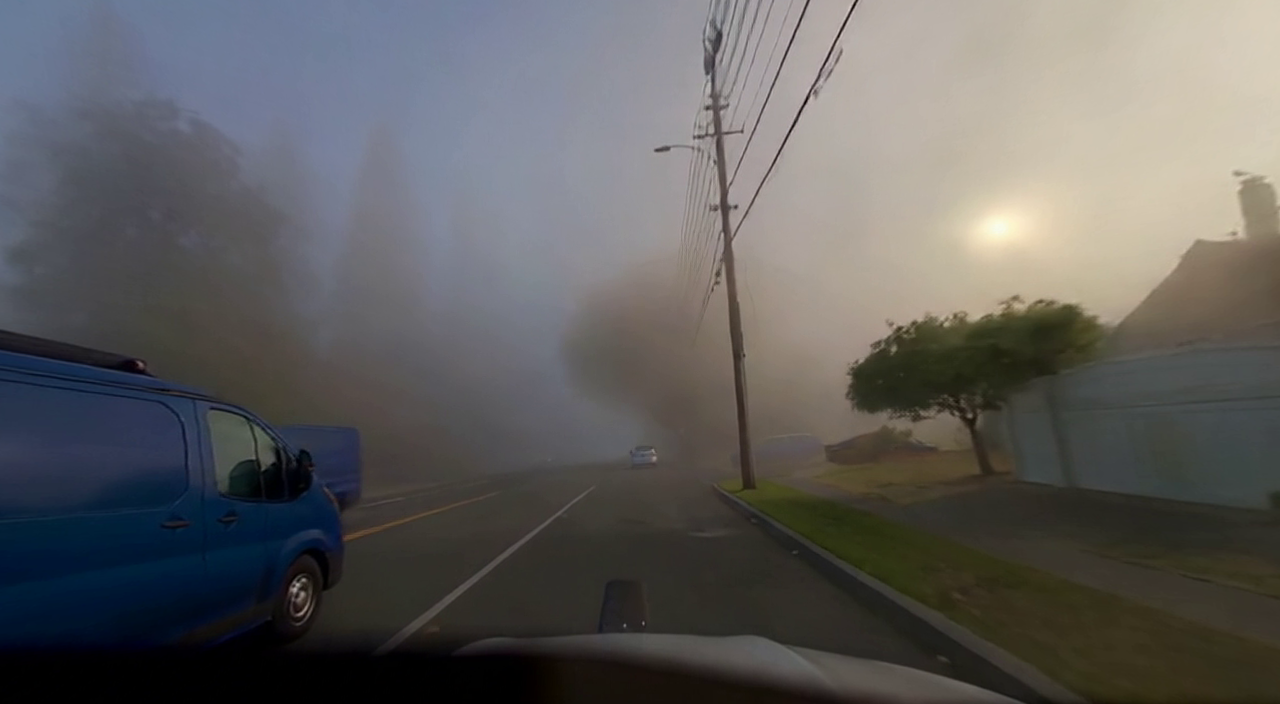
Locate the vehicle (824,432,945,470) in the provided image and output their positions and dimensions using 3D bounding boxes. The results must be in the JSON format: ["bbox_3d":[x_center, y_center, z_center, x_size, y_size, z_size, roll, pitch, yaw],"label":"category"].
[{"bbox_3d":[10.261,4.179,26.726,4.295,1.505,1.918,0,-8,1],"label":"vehicle"}]

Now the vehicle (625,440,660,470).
[{"bbox_3d":[0.176,6.391,39.234,2.120,1.718,3.909,0,-9,1],"label":"vehicle"}]

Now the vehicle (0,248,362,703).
[{"bbox_3d":[-3.568,0.694,2.328,2.336,2.152,5.866,0,-9,1],"label":"vehicle"}]

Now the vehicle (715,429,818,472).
[{"bbox_3d":[6.791,5.264,33.660,5.012,1.711,2.457,-8,-9,14],"label":"vehicle"}]
